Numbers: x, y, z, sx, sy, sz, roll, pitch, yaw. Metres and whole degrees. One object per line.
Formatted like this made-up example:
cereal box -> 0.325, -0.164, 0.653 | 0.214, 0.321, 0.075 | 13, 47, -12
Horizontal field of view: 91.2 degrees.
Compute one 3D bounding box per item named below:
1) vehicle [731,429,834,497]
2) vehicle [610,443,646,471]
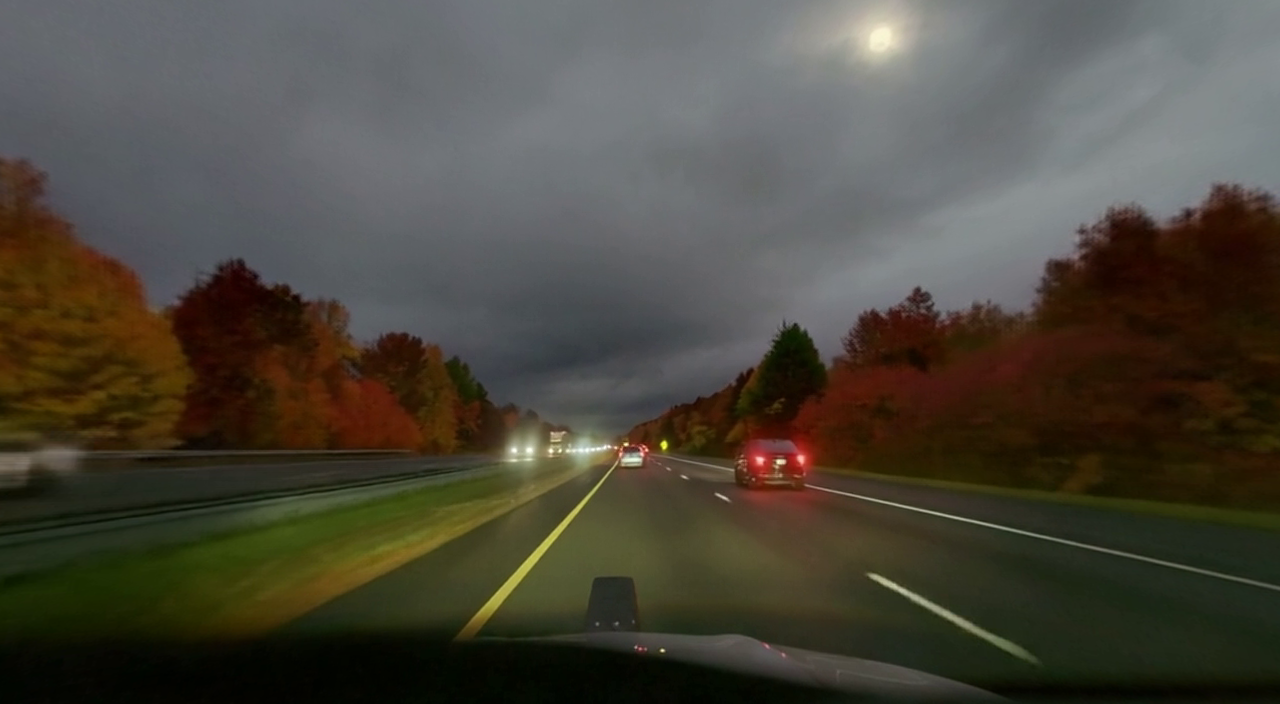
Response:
vehicle -> 4.025, 3.220, 18.504 | 1.982, 1.745, 4.151 | 0, -9, -1
vehicle -> -0.761, 6.680, 40.037 | 2.151, 1.693, 4.201 | 0, -9, -1
